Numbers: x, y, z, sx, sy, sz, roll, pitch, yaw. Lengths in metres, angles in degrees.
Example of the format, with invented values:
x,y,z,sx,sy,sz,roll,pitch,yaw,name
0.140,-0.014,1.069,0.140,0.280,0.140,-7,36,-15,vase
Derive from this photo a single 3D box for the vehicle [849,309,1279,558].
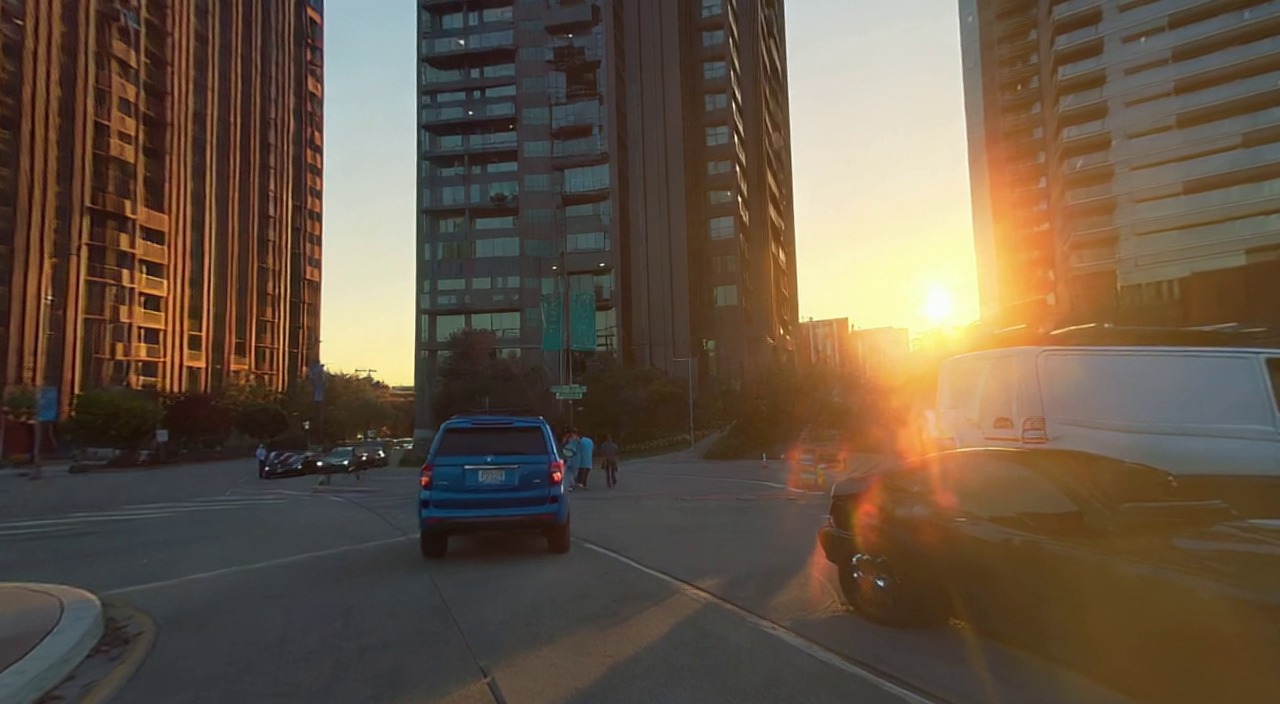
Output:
x,y,z,sx,sy,sz,roll,pitch,yaw,name
6.663,1.053,8.235,6.932,2.753,2.446,0,-8,1,vehicle

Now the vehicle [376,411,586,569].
x,y,z,sx,sy,sz,roll,pitch,yaw,name
-1.941,1.838,9.144,2.144,1.733,4.115,0,-8,-3,vehicle

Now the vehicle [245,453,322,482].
x,y,z,sx,sy,sz,roll,pitch,yaw,name
-19.446,6.290,34.513,3.467,1.456,1.649,4,-9,-24,vehicle

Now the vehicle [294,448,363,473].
x,y,z,sx,sy,sz,roll,pitch,yaw,name
-19.878,6.933,40.315,3.692,1.509,1.803,3,-9,-20,vehicle
